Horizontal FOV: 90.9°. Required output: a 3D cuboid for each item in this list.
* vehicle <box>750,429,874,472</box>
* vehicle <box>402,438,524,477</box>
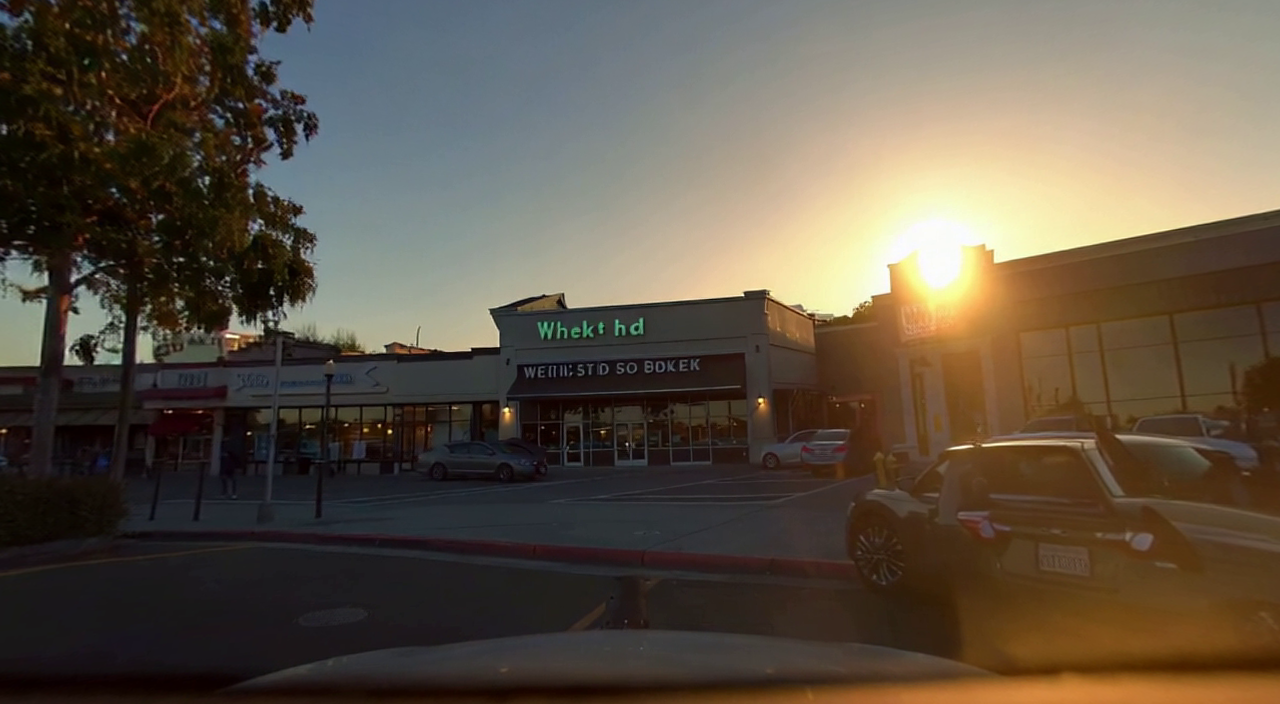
[{"bbox_3d":[7.302,4.175,26.836,4.706,1.663,1.993,-4,-9,26],"label":"vehicle"},{"bbox_3d":[-7.748,4.617,27.765,4.814,1.618,1.869,-2,-9,11],"label":"vehicle"}]
